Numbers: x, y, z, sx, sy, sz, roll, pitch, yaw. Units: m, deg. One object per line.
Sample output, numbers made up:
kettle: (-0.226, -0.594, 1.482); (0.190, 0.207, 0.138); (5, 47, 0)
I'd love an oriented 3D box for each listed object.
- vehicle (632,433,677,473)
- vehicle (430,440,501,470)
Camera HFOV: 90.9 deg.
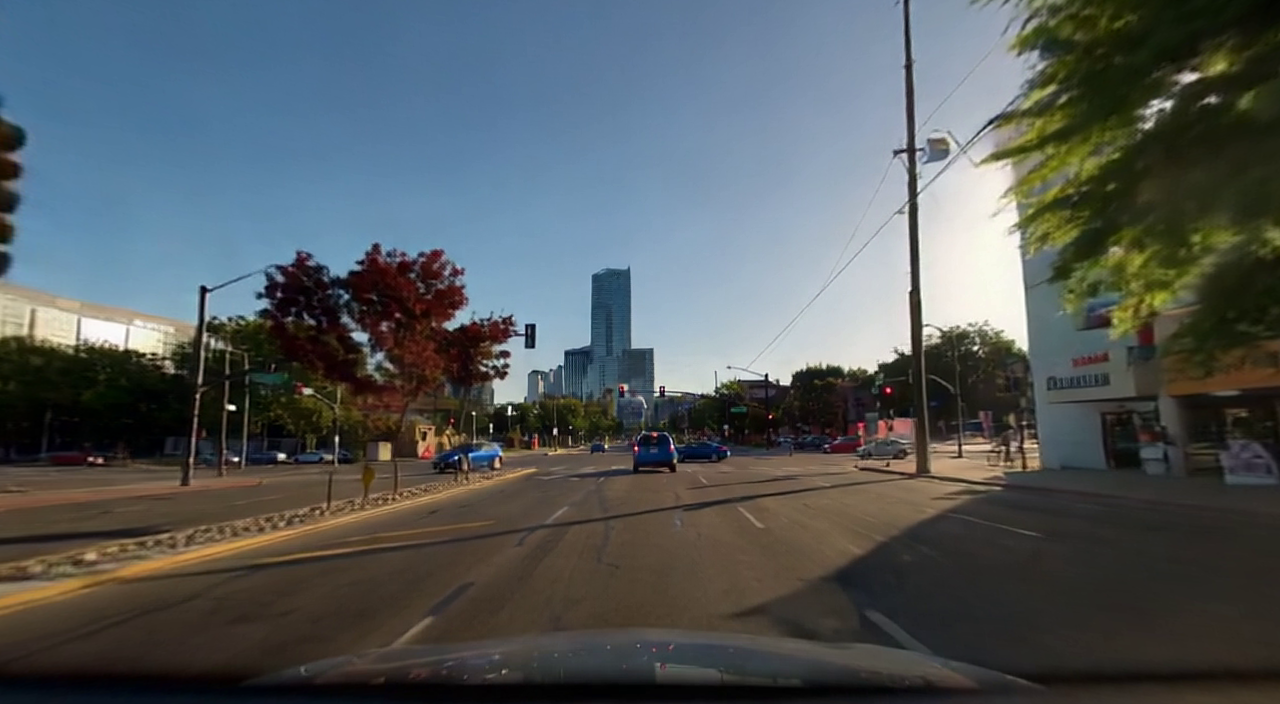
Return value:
vehicle: (0.673, 4.782, 30.006); (1.994, 1.759, 4.186); (0, -8, 1)
vehicle: (-10.415, 6.200, 38.077); (1.954, 1.673, 4.460); (-3, -9, 18)
